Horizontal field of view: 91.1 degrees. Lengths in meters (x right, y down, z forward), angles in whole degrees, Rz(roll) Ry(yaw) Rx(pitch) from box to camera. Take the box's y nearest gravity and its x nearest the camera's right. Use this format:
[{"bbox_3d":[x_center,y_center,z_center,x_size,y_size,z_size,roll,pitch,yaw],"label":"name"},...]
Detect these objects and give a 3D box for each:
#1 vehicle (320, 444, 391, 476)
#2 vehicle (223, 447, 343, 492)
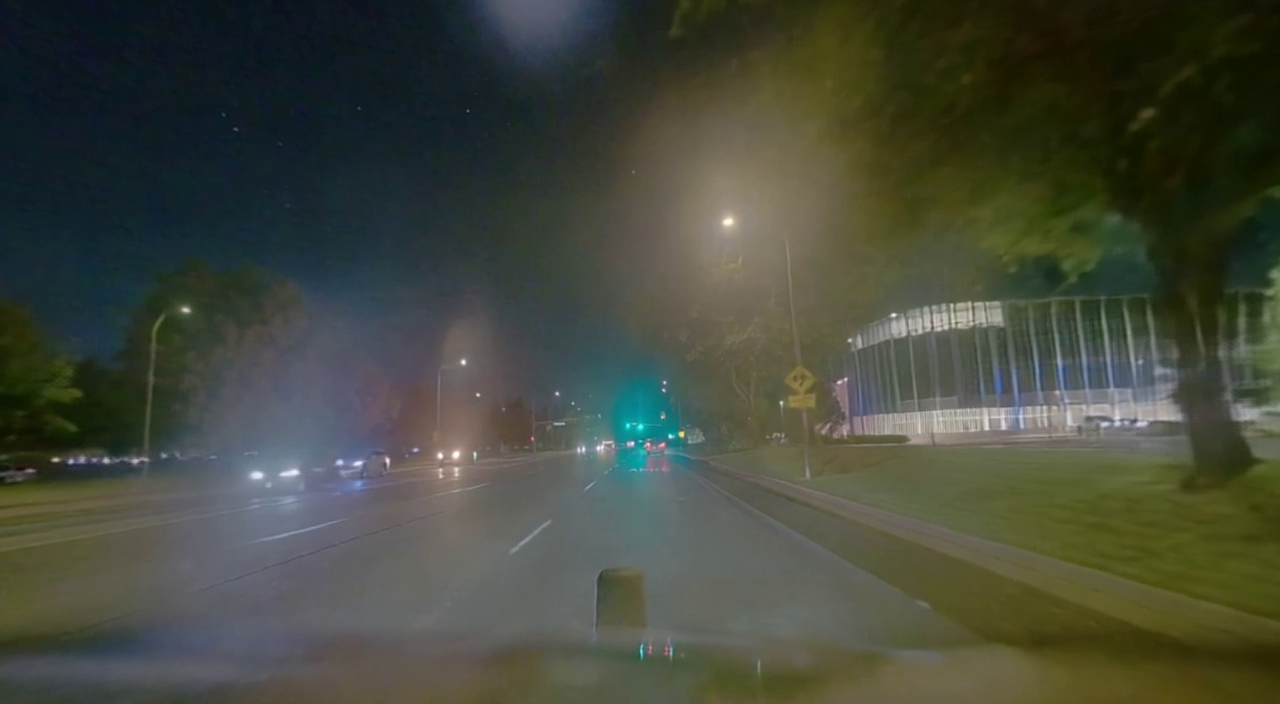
[{"bbox_3d":[-17.223,6.538,38.343,2.112,1.754,4.740,0,-8,0],"label":"vehicle"},{"bbox_3d":[-13.720,4.488,24.476,1.939,1.548,4.490,0,-8,1],"label":"vehicle"}]
